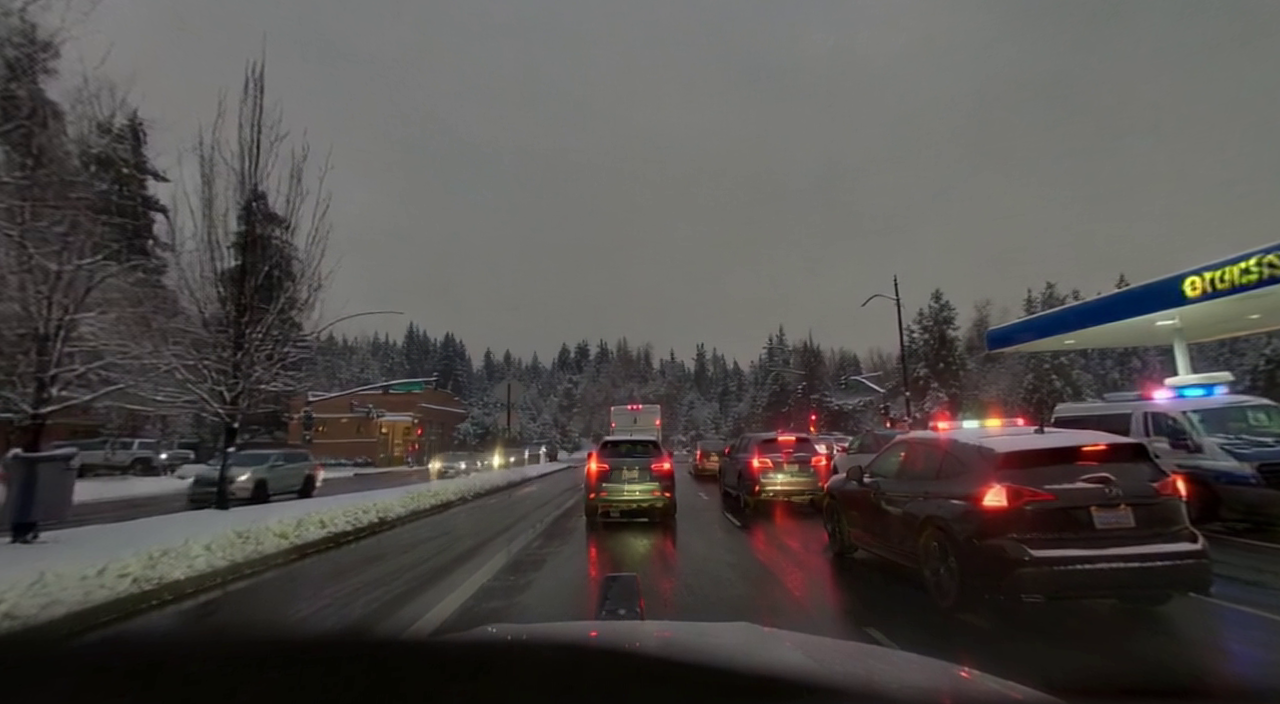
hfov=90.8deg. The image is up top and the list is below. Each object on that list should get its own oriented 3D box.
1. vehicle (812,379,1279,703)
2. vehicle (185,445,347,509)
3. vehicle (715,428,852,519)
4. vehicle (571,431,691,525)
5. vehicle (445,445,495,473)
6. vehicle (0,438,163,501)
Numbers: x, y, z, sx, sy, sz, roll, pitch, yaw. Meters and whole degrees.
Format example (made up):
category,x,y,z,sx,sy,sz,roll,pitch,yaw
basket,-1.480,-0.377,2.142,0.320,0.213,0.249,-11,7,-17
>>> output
category,x,y,z,sx,sy,sz,roll,pitch,yaw
vehicle,3.284,1.324,5.610,2.056,1.700,4.399,0,-9,-3
vehicle,-11.059,3.680,19.197,2.055,1.663,4.637,0,-9,0
vehicle,2.947,2.595,13.969,1.995,1.677,4.106,0,-9,-1
vehicle,-0.186,2.491,12.988,2.106,1.613,3.697,0,-9,-1
vehicle,-11.359,7.169,42.497,2.083,1.719,4.497,-1,-9,1
vehicle,-26.917,5.596,30.761,2.571,2.711,6.027,0,-9,0
